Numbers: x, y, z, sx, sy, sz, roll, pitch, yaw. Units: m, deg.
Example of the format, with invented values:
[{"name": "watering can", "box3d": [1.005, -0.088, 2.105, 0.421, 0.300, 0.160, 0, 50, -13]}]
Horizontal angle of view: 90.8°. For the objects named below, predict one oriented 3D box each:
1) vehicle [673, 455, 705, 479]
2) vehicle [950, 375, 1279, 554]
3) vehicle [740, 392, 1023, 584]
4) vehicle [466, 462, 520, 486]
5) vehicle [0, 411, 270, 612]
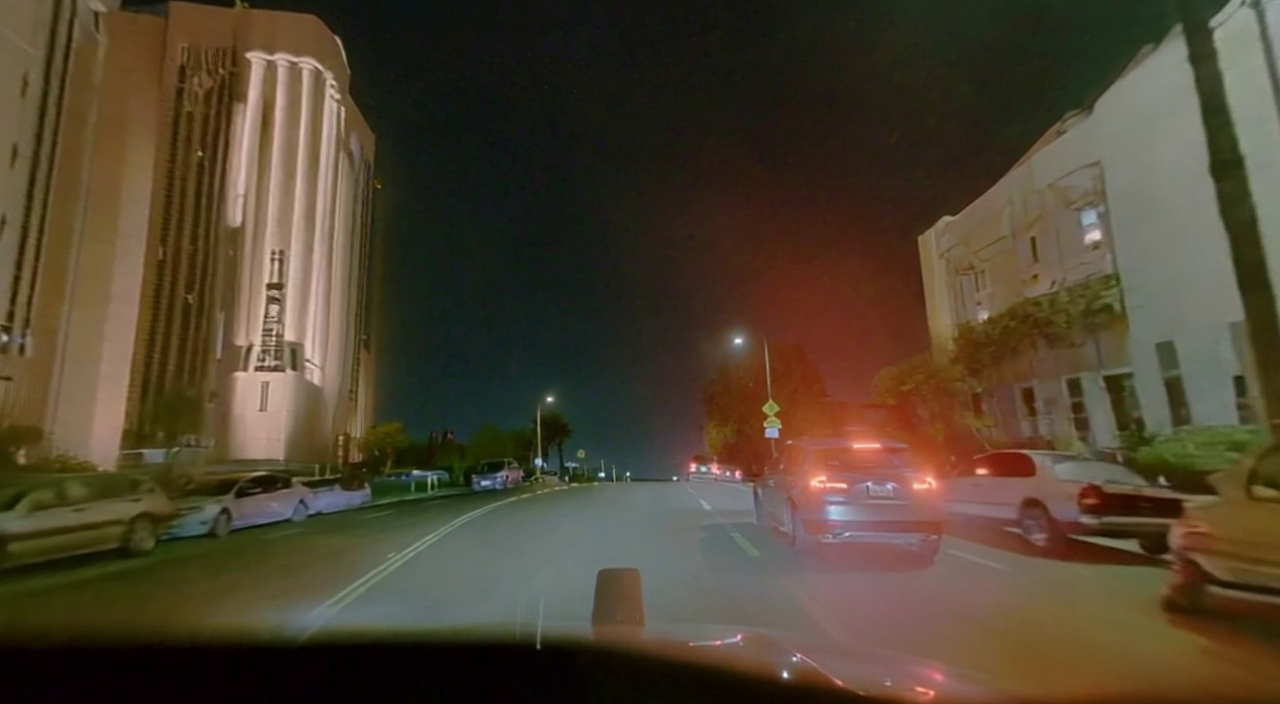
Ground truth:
[{"name": "vehicle", "box3d": [3.719, 8.773, 48.365, 2.196, 1.655, 3.939, 0, -8, 2]}, {"name": "vehicle", "box3d": [5.789, 1.566, 7.421, 1.815, 1.220, 5.003, -6, -20, 0]}, {"name": "vehicle", "box3d": [2.708, 1.642, 8.401, 1.995, 1.858, 4.333, 0, -8, 0]}, {"name": "vehicle", "box3d": [-9.198, 7.678, 39.927, 2.118, 1.305, 4.687, -2, -9, 2]}, {"name": "vehicle", "box3d": [-8.103, 2.096, 9.180, 2.100, 2.227, 5.094, -1, -8, 3]}]
